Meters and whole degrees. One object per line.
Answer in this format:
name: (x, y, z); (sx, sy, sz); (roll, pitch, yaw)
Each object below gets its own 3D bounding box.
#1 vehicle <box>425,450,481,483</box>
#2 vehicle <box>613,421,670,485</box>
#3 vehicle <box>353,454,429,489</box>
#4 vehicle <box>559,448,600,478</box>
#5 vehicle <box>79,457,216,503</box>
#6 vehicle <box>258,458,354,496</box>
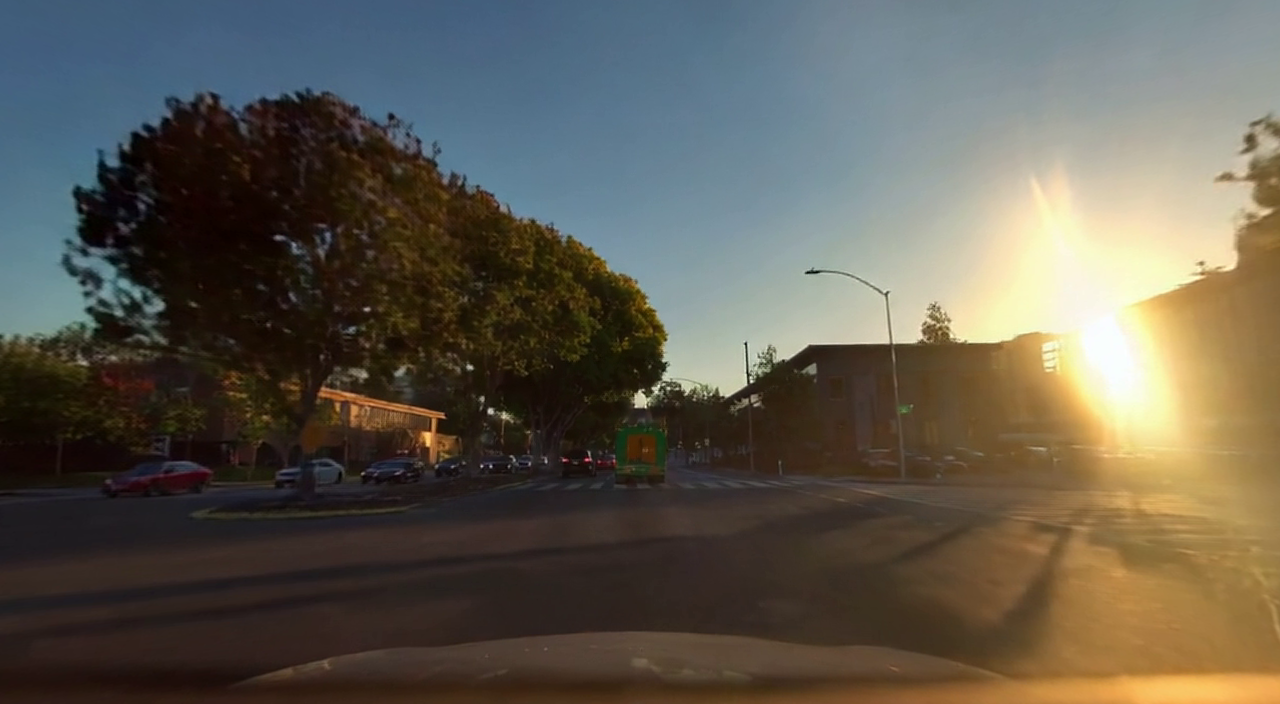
vehicle: (-12.430, 7.593, 42.153); (2.068, 1.747, 5.040); (-4, -7, 1)
vehicle: (-0.103, 5.788, 36.618); (2.843, 3.120, 10.422); (0, -8, -2)
vehicle: (-12.926, 6.201, 33.063); (1.960, 1.627, 4.784); (0, -8, 1)
vehicle: (-3.954, 7.297, 41.781); (2.184, 1.830, 4.890); (0, -8, 0)
vehicle: (-22.345, 5.791, 28.969); (2.017, 1.785, 5.092); (-1, -8, 3)
vehicle: (-16.274, 6.067, 31.044); (2.022, 1.442, 4.853); (-4, -8, 1)
